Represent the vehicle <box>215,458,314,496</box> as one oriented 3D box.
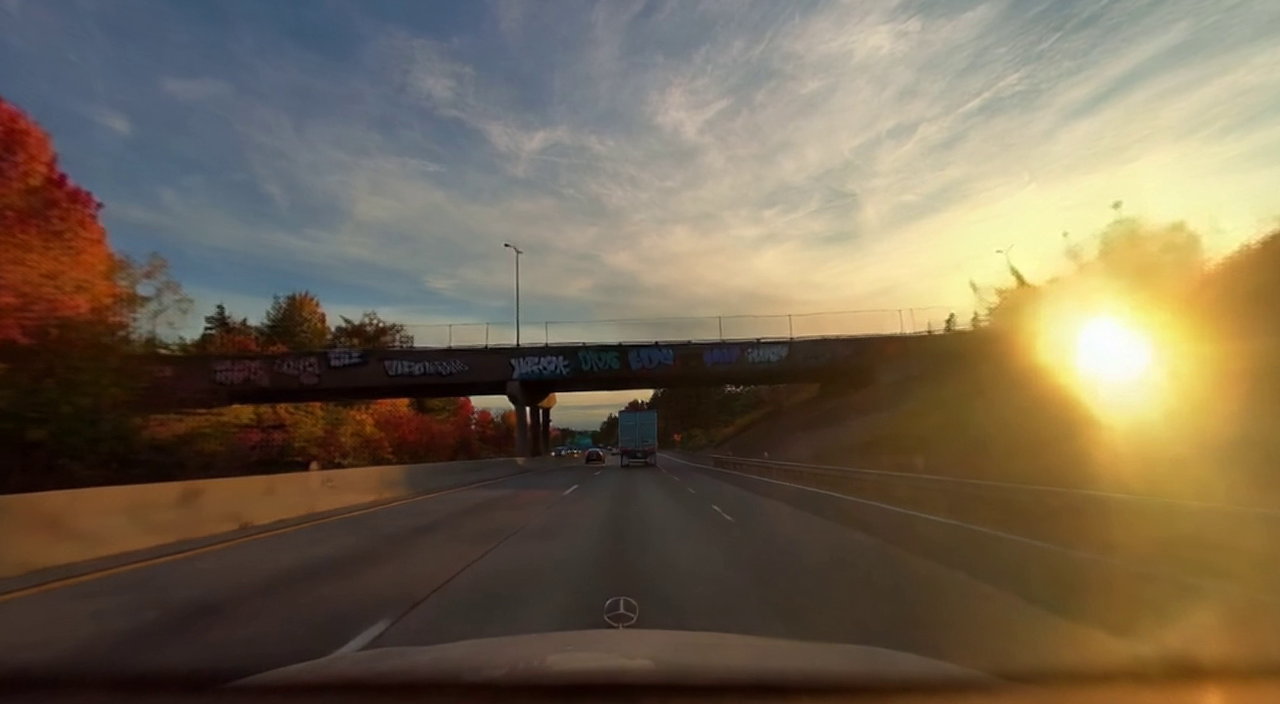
[{"bbox_3d":[-17.661,5.873,29.777,1.856,1.594,4.581,0,-9,0],"label":"vehicle"}]
